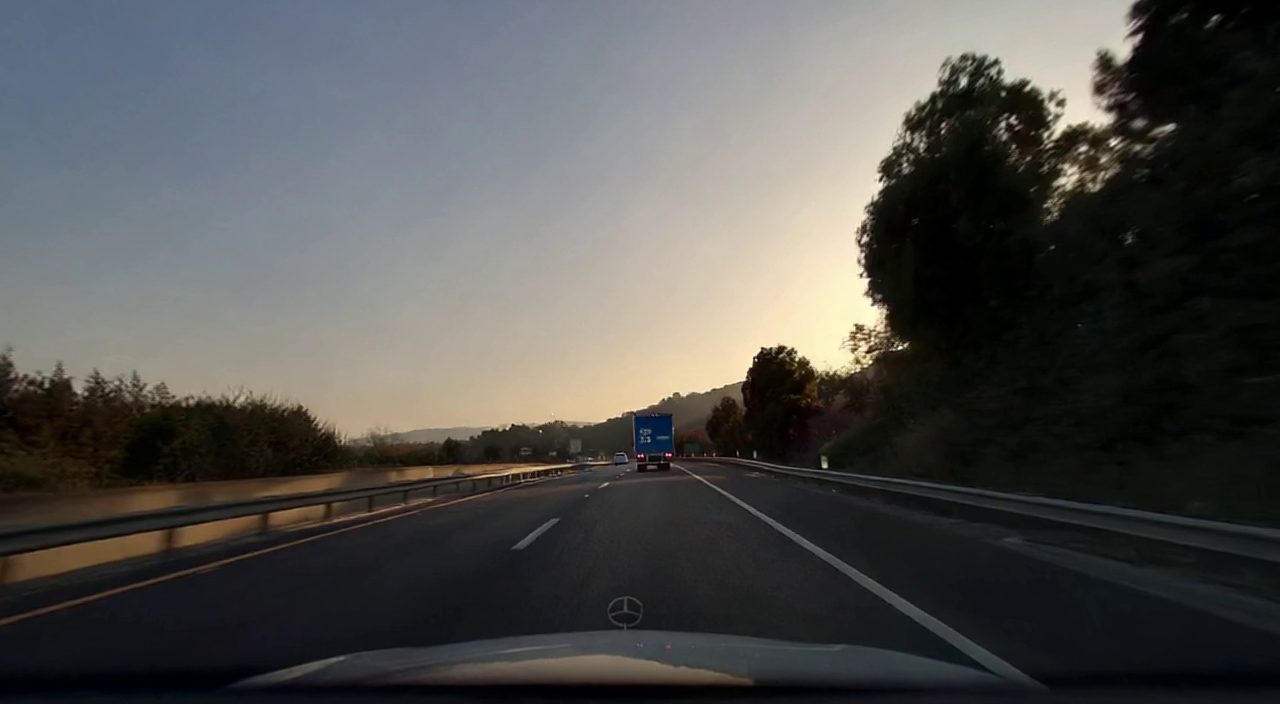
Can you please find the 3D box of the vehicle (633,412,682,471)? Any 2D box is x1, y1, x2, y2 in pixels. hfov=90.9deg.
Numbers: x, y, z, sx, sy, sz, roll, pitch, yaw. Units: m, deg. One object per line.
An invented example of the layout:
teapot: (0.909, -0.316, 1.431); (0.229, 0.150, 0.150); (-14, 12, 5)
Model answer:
vehicle: (1.115, 6.455, 44.984); (3.107, 3.718, 10.231); (0, -9, 0)
